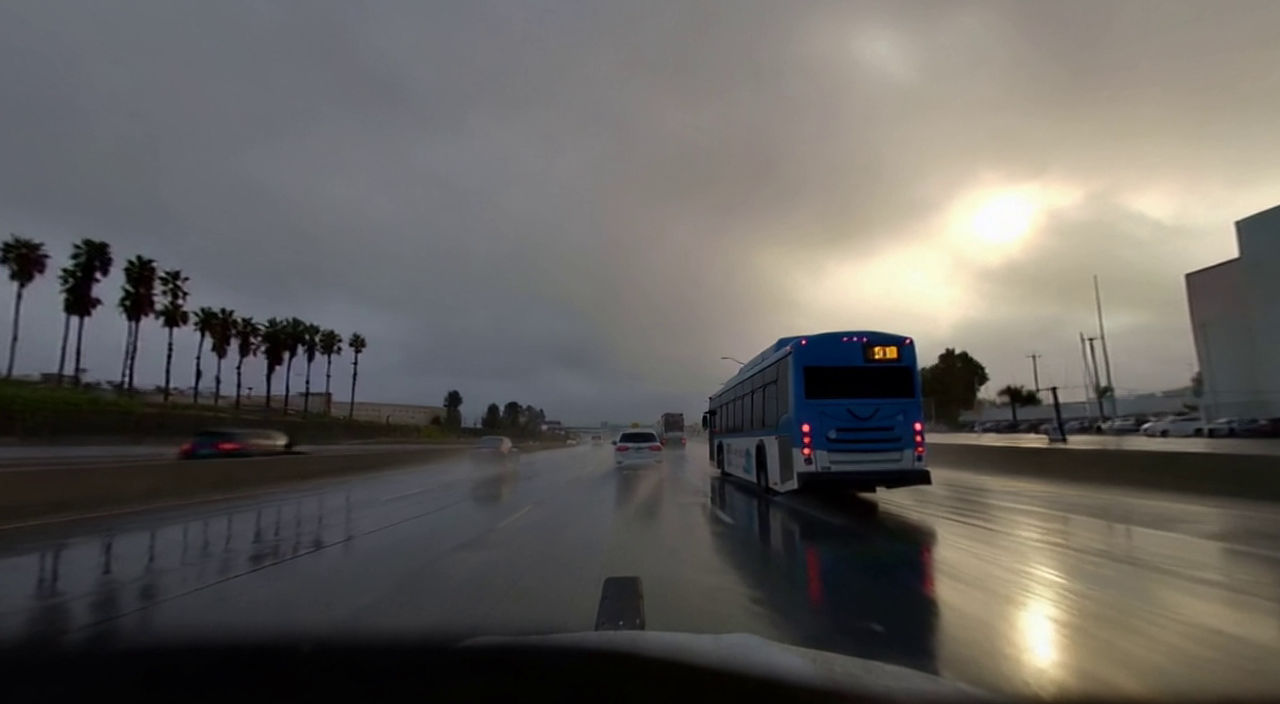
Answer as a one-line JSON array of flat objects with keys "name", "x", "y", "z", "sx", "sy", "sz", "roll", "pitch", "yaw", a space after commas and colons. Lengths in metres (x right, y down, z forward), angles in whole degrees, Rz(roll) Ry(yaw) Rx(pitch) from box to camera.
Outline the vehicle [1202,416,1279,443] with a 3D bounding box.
[{"name": "vehicle", "x": 41.697, "y": 5.312, "z": 43.225, "sx": 4.482, "sy": 1.671, "sz": 1.852, "roll": -8, "pitch": -9, "yaw": 42}]

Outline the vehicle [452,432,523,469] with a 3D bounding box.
[{"name": "vehicle", "x": -7.563, "y": 4.964, "z": 31.788, "sx": 2.291, "sy": 1.729, "sz": 4.879, "roll": 0, "pitch": -9, "yaw": 1}]

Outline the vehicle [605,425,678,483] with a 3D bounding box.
[{"name": "vehicle", "x": 0.065, "y": 3.509, "z": 21.815, "sx": 2.268, "sy": 1.796, "sz": 4.280, "roll": 0, "pitch": -9, "yaw": 0}]

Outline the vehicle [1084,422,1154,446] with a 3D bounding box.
[{"name": "vehicle", "x": 32.268, "y": 5.587, "z": 42.515, "sx": 1.795, "sy": 1.481, "sz": 3.986, "roll": -1, "pitch": -9, "yaw": 5}]

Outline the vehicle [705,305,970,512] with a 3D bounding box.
[{"name": "vehicle", "x": 4.120, "y": 2.017, "z": 18.087, "sx": 3.020, "sy": 3.622, "sz": 14.302, "roll": 0, "pitch": -9, "yaw": 0}]

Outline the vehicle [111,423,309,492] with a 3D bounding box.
[{"name": "vehicle", "x": -12.271, "y": 3.062, "z": 18.537, "sx": 2.332, "sy": 1.748, "sz": 4.897, "roll": 0, "pitch": -9, "yaw": 0}]

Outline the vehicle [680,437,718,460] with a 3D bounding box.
[{"name": "vehicle", "x": 4.019, "y": 6.671, "z": 43.529, "sx": 2.039, "sy": 1.516, "sz": 4.521, "roll": 0, "pitch": -9, "yaw": -2}]
